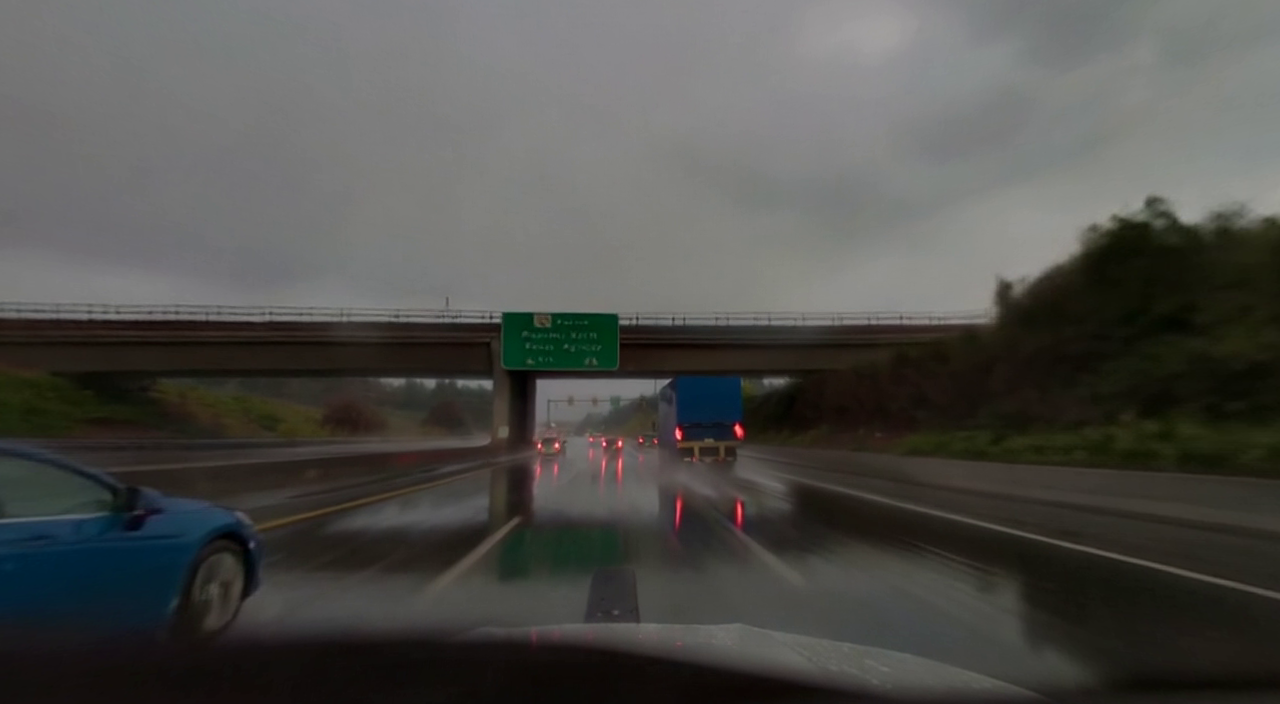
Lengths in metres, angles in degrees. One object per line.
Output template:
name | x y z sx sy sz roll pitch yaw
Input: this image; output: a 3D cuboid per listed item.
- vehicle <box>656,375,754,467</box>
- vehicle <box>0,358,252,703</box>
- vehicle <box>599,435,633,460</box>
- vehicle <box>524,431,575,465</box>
vehicle | 3.068 4.036 34.845 3.301 4.034 13.722 0 -8 -3
vehicle | -3.997 0.810 2.443 2.213 1.650 4.403 0 -8 -1
vehicle | -1.690 6.460 42.706 2.125 1.542 3.816 0 -8 -4
vehicle | -5.031 5.424 35.742 2.377 1.747 4.703 0 -8 -3
